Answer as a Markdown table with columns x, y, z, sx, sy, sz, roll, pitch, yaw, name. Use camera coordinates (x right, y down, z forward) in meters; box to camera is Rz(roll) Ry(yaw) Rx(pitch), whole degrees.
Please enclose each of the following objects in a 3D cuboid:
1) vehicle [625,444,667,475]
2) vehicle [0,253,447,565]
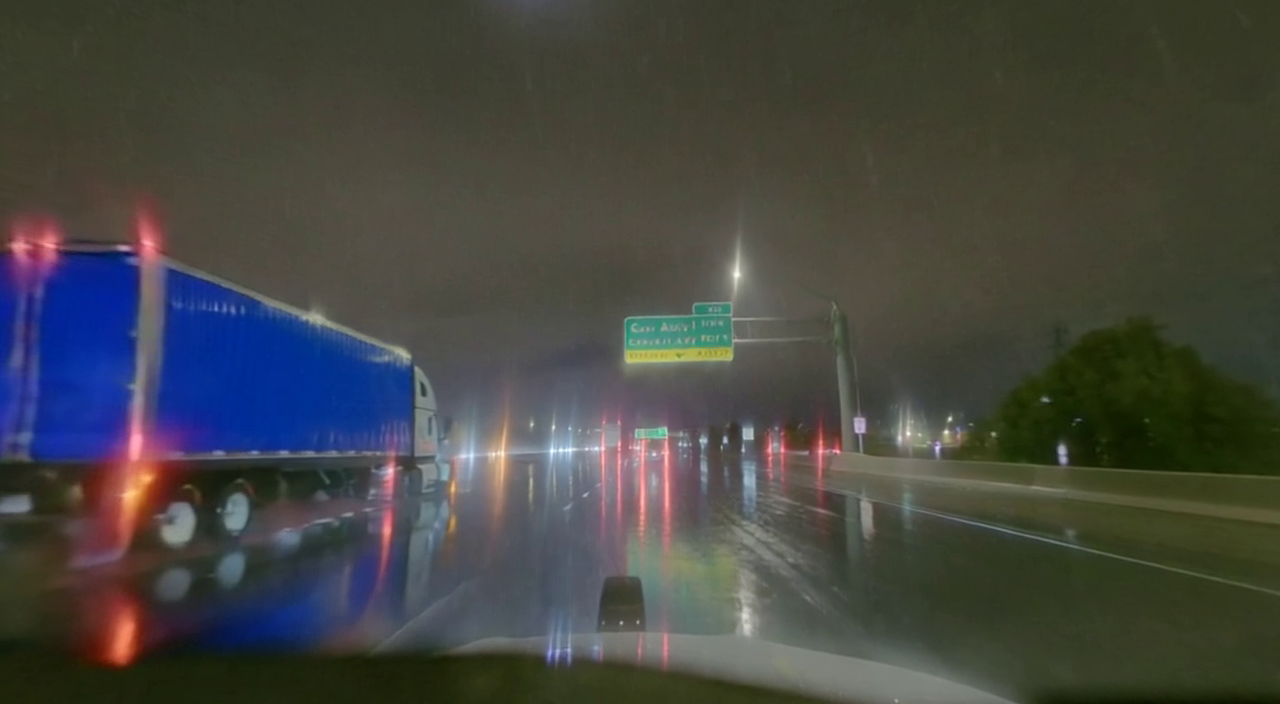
| x | y | z | sx | sy | sz | roll | pitch | yaw | name |
| --- | --- | --- | --- | --- | --- | --- | --- | --- | --- |
| 0.249 | 5.596 | 33.029 | 2.066 | 1.469 | 4.050 | 0 | -9 | -1 | vehicle |
| -7.411 | 1.471 | 13.205 | 3.067 | 3.804 | 11.136 | 0 | -9 | 1 | vehicle |
